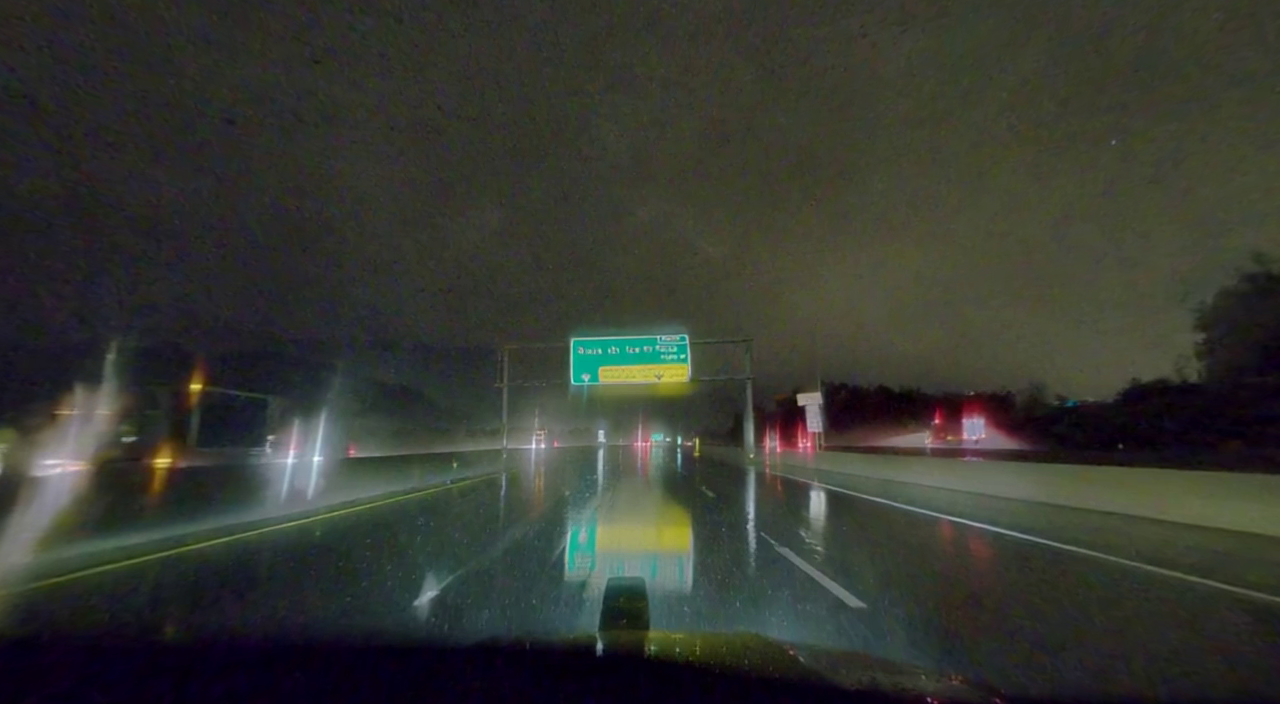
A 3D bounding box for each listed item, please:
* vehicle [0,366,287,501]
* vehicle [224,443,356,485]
[{"bbox_3d":[-17.659,3.098,23.447,3.016,3.899,10.357,0,-8,-1],"label":"vehicle"},{"bbox_3d":[-17.847,5.727,32.868,2.585,1.877,7.721,0,-8,-1],"label":"vehicle"}]
